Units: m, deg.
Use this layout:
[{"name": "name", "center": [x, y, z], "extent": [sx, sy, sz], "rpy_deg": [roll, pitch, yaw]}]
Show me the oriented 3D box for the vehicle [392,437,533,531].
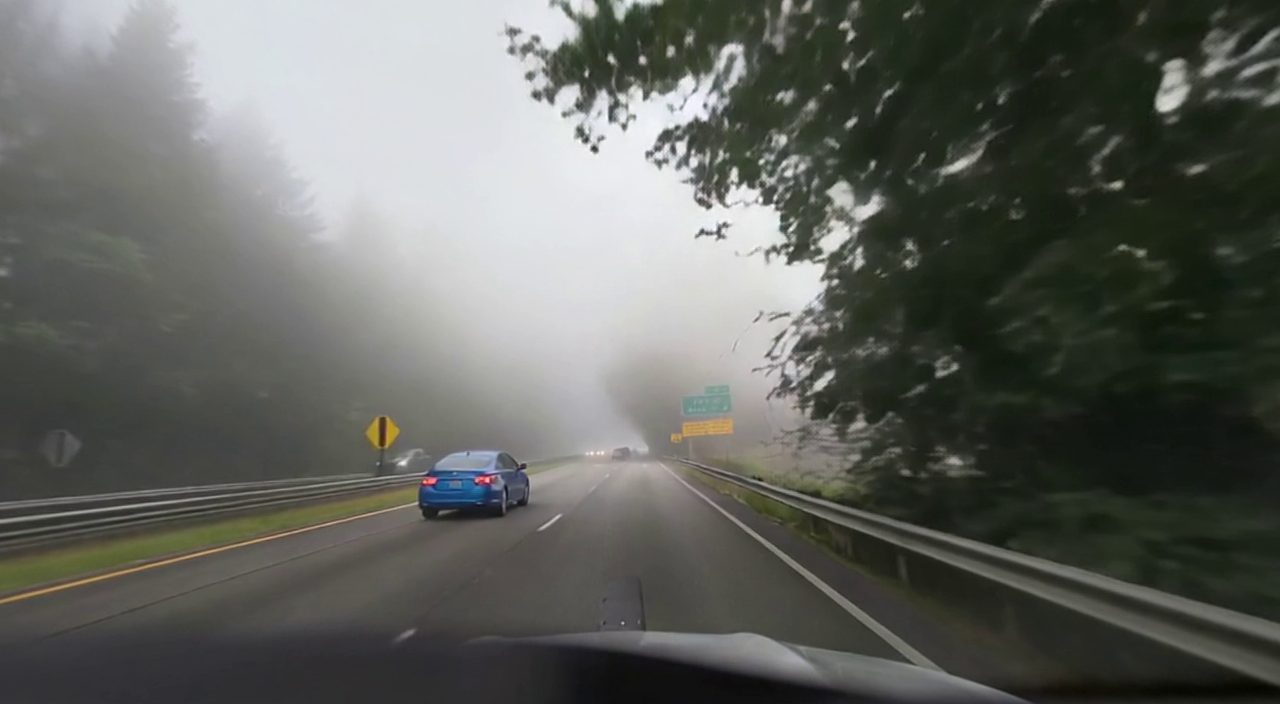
[{"name": "vehicle", "center": [-3.266, 2.493, 12.358], "extent": [1.675, 1.537, 3.574], "rpy_deg": [0, -9, 1]}]
